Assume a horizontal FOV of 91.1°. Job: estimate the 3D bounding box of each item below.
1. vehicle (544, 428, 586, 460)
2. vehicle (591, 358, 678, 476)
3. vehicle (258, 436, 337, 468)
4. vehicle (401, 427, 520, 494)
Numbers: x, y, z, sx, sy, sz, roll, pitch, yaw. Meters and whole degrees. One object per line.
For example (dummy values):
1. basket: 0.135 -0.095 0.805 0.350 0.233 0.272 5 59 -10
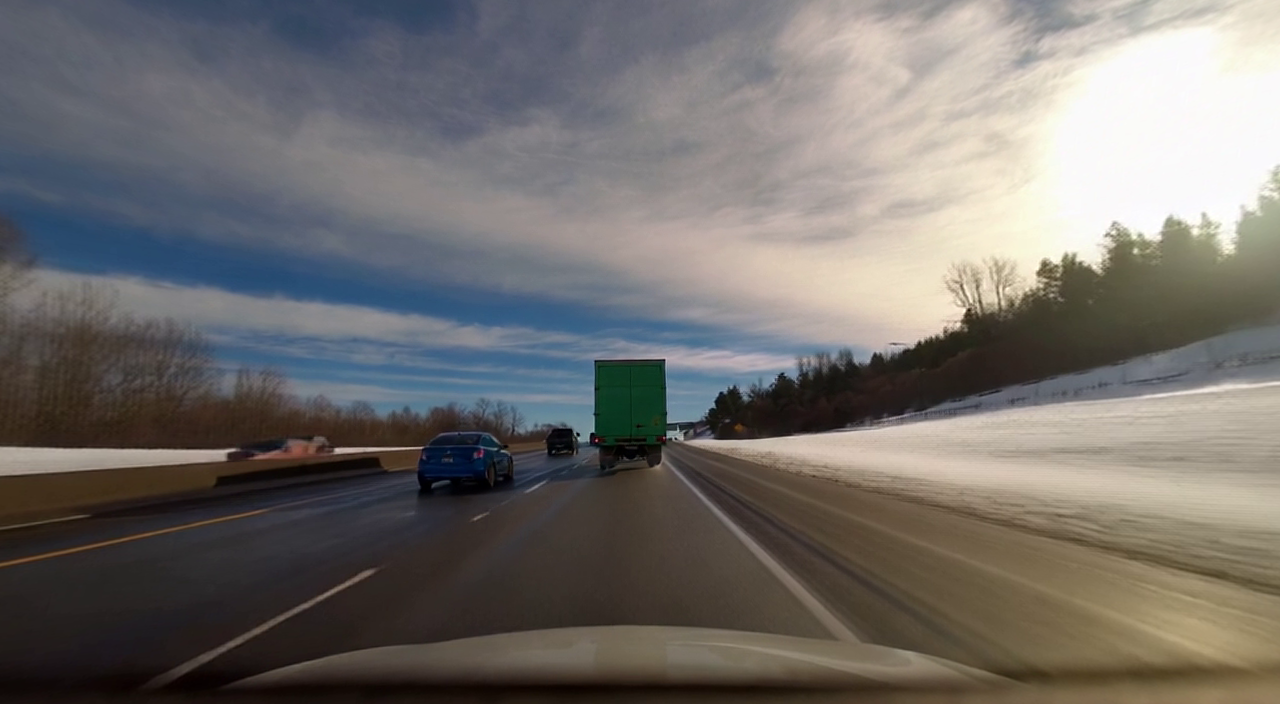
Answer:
1. vehicle: -4.590 5.681 39.047 2.019 1.834 4.644 0 -8 0
2. vehicle: -0.315 2.874 26.638 2.953 4.041 10.072 0 -8 -1
3. vehicle: -18.710 5.434 34.565 1.960 1.644 4.246 0 -8 -1
4. vehicle: -4.643 2.855 17.035 1.931 1.539 4.441 0 -8 0
